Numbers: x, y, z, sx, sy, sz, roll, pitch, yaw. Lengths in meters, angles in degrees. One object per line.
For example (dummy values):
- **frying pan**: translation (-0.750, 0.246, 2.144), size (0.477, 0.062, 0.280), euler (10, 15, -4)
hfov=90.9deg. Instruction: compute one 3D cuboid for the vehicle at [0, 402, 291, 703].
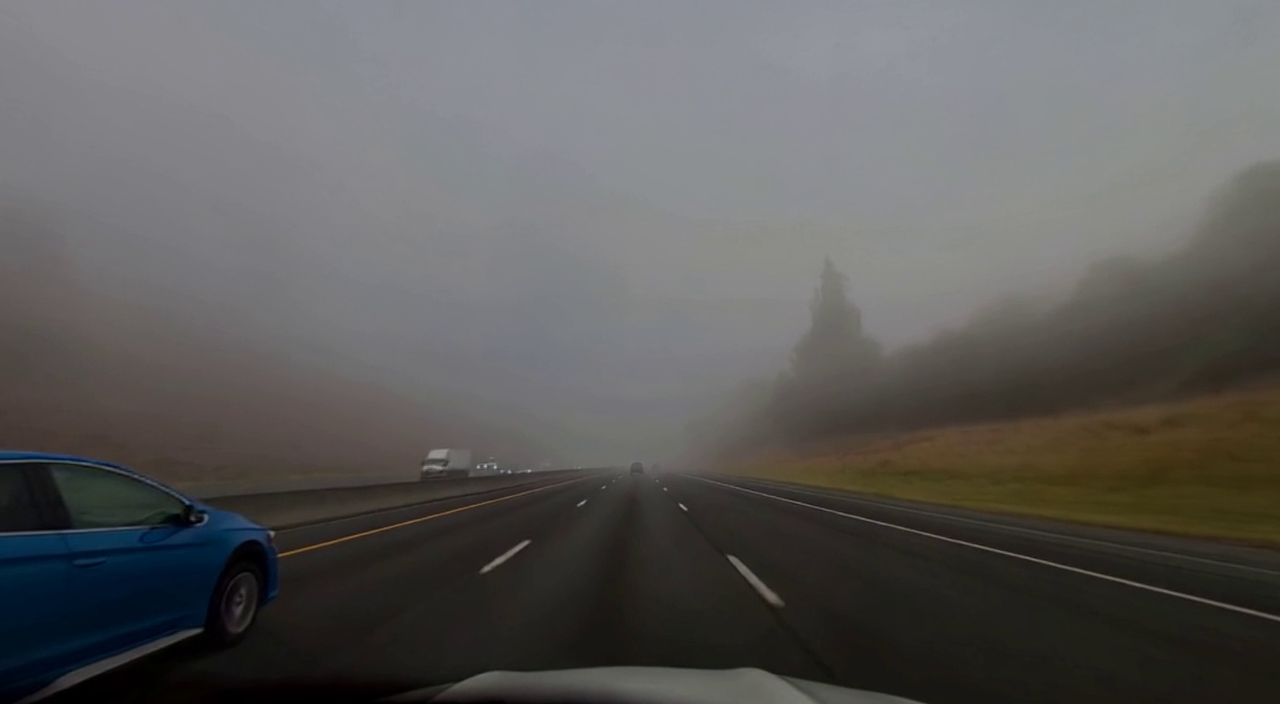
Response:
- **vehicle**: translation (-3.170, 0.832, 1.631), size (2.016, 1.506, 4.387), euler (1, -10, -1)
